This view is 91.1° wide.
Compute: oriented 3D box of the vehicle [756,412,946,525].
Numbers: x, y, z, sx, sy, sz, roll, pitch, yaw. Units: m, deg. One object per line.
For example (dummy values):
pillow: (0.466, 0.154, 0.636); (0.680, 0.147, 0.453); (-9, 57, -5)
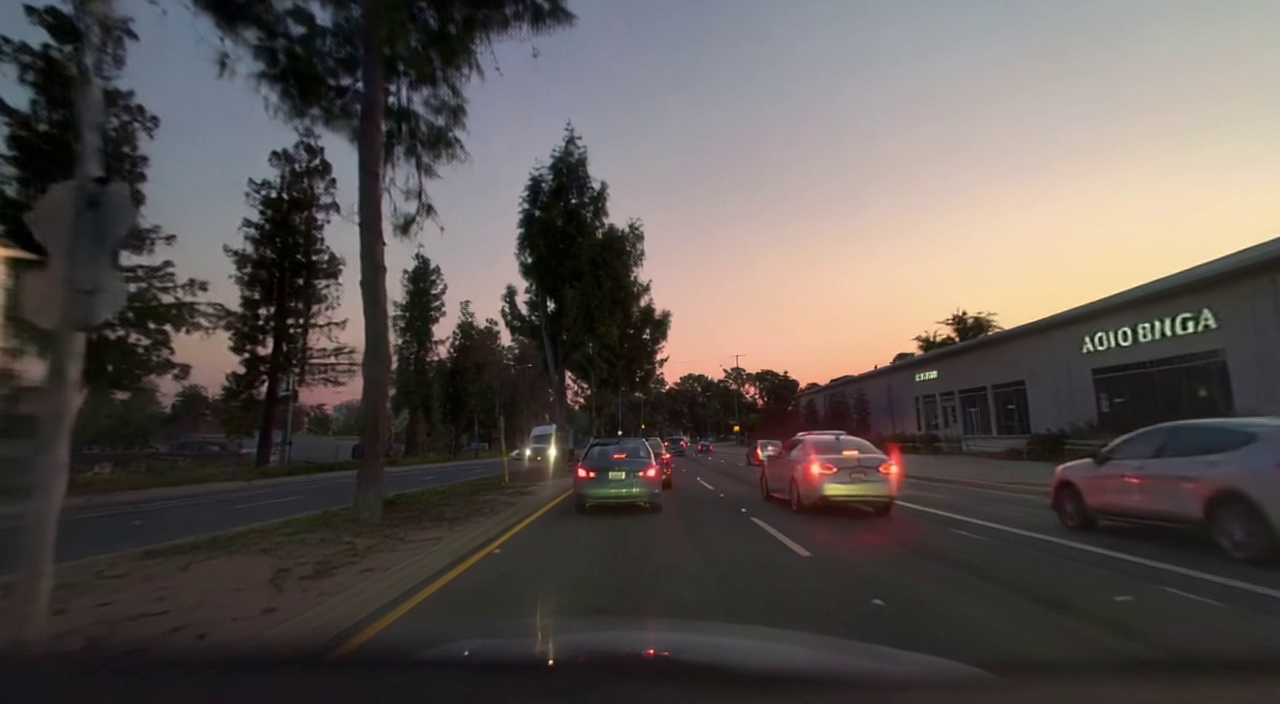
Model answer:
vehicle: (3.741, 2.175, 12.220); (2.090, 1.763, 4.560); (0, -8, 0)

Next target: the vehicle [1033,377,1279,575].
vehicle: (7.588, 1.434, 7.578); (2.425, 1.936, 5.081); (0, -8, 1)

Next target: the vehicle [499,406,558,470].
vehicle: (-8.042, 6.372, 46.317); (3.043, 4.303, 6.343); (0, -8, 1)

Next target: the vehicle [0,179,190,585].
vehicle: (-8.433, -0.519, 1.043); (3.250, 4.249, 16.263); (0, -8, 1)

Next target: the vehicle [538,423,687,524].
vehicle: (-0.426, 2.214, 11.912); (2.315, 1.563, 4.080); (0, -8, 0)
